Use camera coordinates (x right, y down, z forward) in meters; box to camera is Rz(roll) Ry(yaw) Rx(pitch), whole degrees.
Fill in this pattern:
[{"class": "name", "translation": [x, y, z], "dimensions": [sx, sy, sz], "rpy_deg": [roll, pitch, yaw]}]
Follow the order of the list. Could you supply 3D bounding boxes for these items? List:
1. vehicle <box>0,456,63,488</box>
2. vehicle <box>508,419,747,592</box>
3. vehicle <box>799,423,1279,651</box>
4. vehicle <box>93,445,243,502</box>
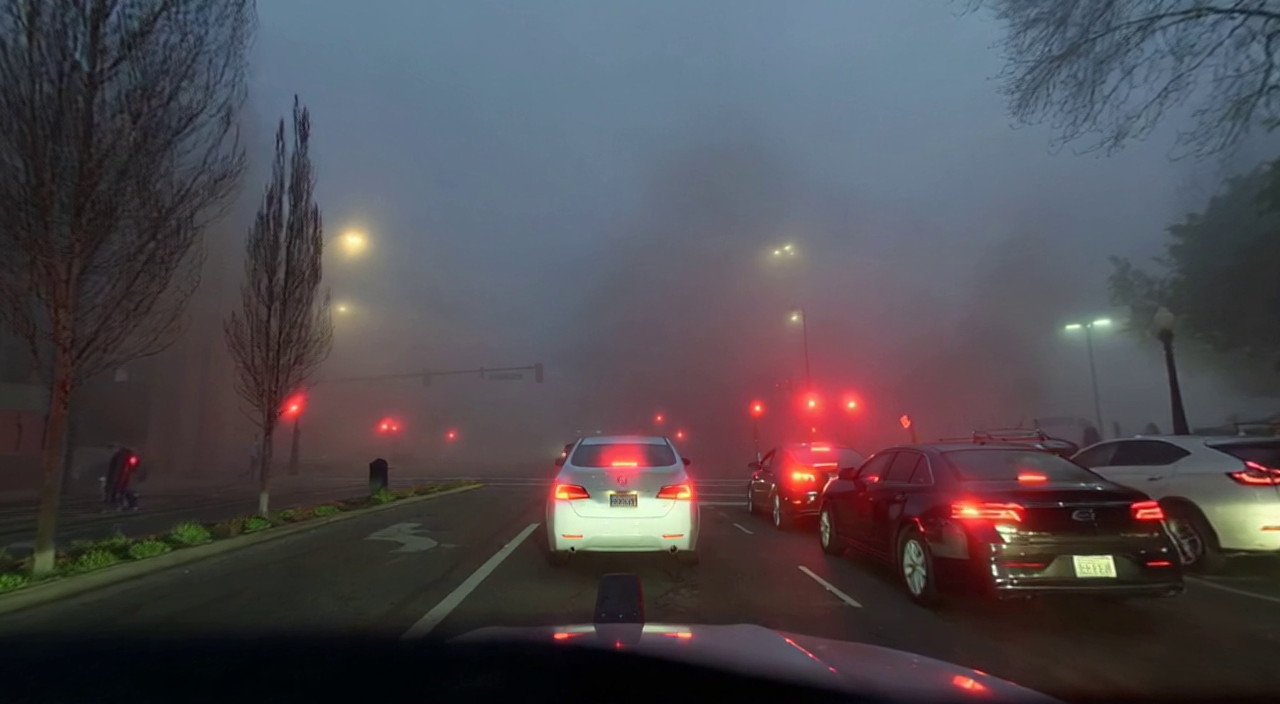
[{"class": "vehicle", "translation": [-31.734, 5.992, 31.560], "dimensions": [1.913, 1.531, 4.000], "rpy_deg": [-9, -12, 43]}, {"class": "vehicle", "translation": [-0.142, 1.667, 7.684], "dimensions": [2.118, 1.512, 4.013], "rpy_deg": [0, -9, -1]}, {"class": "vehicle", "translation": [3.208, 1.543, 6.436], "dimensions": [1.912, 1.454, 4.537], "rpy_deg": [0, -9, -1]}, {"class": "vehicle", "translation": [-15.103, 3.860, 20.556], "dimensions": [1.933, 1.614, 4.042], "rpy_deg": [0, -9, -4]}]
